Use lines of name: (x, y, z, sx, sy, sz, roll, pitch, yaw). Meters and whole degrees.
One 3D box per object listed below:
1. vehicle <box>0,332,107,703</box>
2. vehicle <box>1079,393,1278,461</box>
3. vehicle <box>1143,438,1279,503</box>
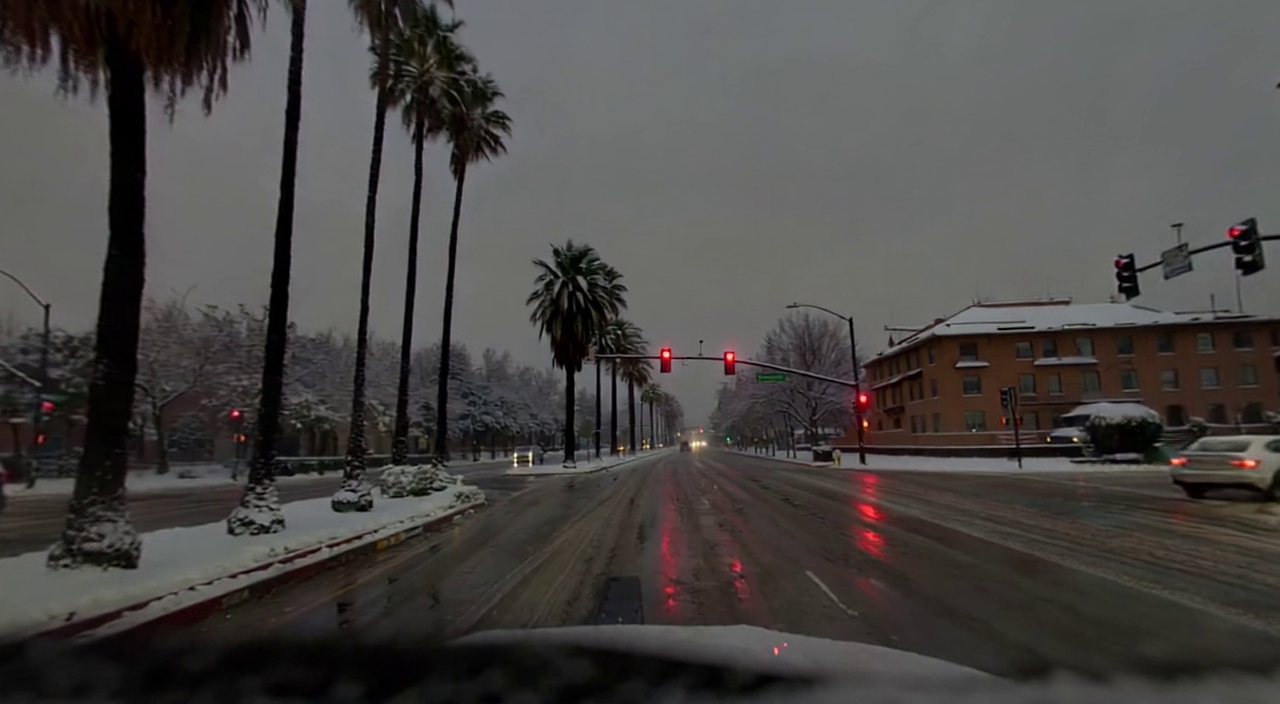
vehicle: (-3.343, 0.485, 0.321, 2.026, 1.723, 4.832, 0, -9, -2)
vehicle: (32.610, 4.756, 39.213, 2.863, 3.609, 10.252, 0, -8, -3)
vehicle: (15.580, 2.938, 15.971, 4.520, 1.475, 2.003, 2, -9, -14)
